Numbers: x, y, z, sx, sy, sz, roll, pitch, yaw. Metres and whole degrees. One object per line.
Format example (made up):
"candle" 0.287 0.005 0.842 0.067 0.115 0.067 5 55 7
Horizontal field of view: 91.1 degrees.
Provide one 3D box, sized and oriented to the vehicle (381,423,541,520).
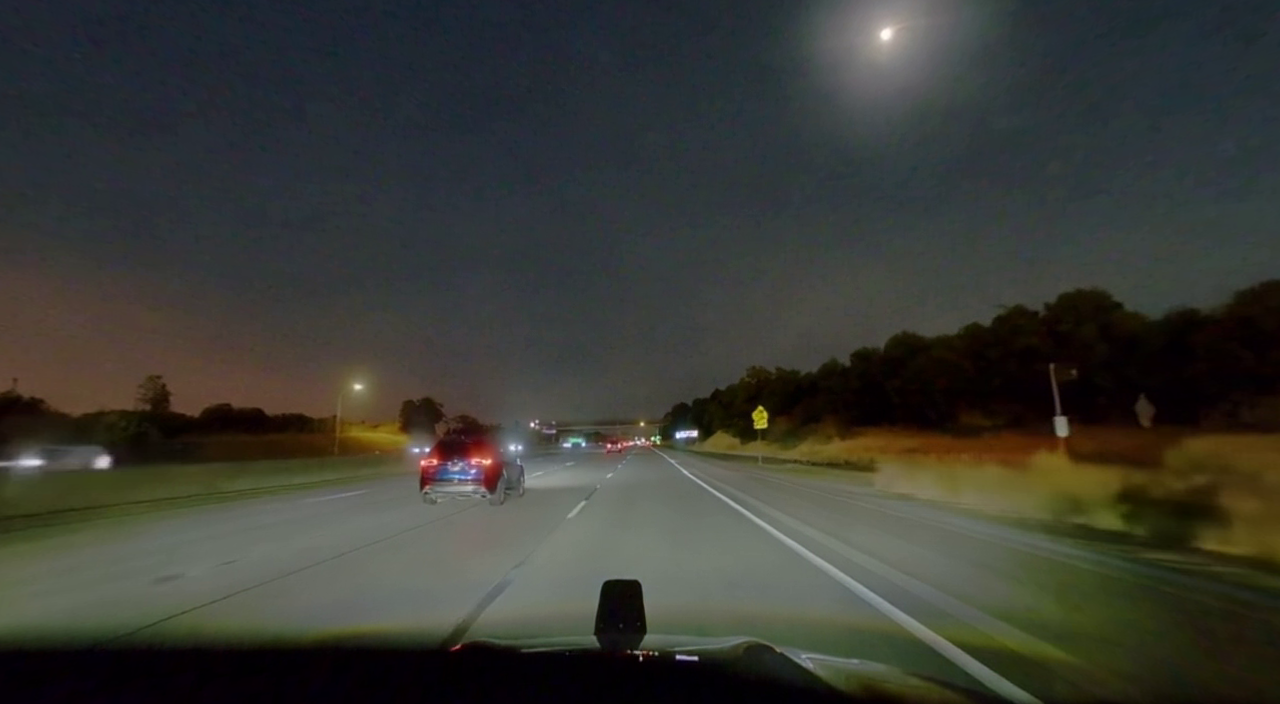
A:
"vehicle" -3.513 2.440 13.367 2.048 1.705 4.384 0 -8 1
